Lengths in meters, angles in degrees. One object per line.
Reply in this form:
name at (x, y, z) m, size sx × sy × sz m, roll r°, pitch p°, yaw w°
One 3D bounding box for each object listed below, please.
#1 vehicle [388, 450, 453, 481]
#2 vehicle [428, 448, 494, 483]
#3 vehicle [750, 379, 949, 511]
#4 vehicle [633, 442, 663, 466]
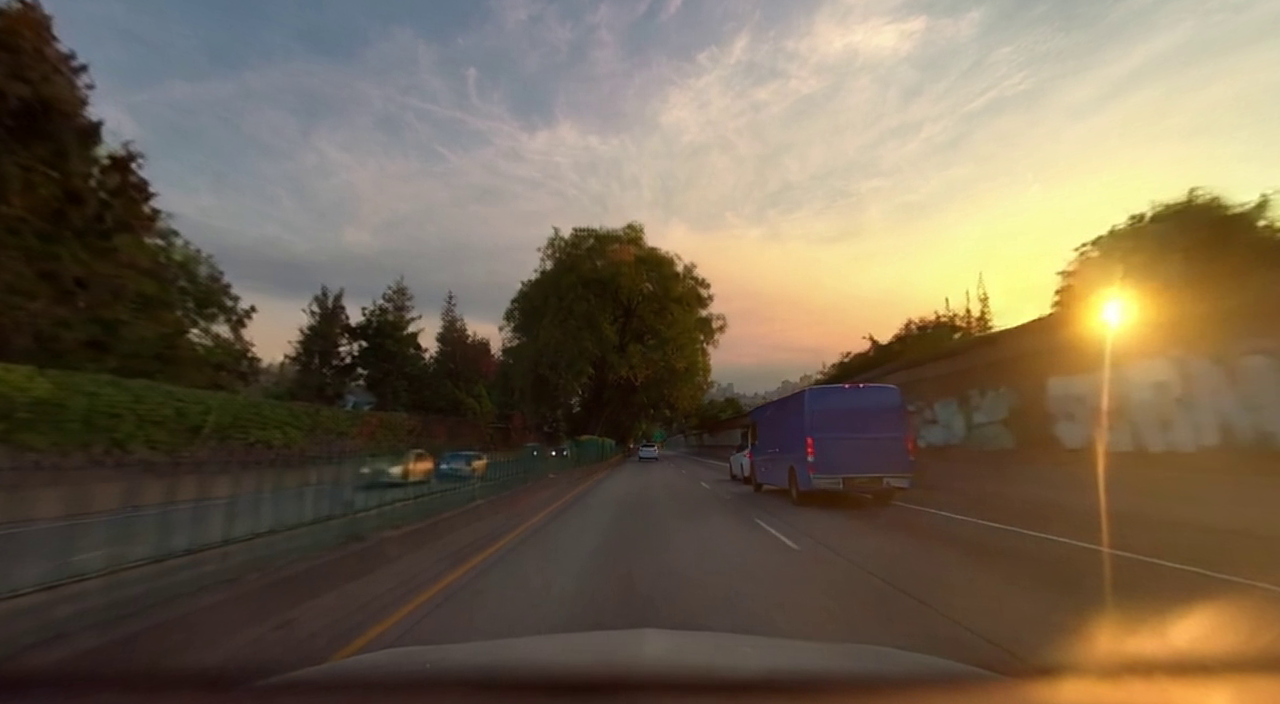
vehicle at (-12.631, 6.555, 36.566) m, size 2.013 × 1.623 × 4.727 m, roll -1°, pitch -8°, yaw 1°
vehicle at (-8.534, 5.439, 30.353) m, size 1.900 × 1.519 × 3.886 m, roll -1°, pitch -8°, yaw 2°
vehicle at (4.856, 2.392, 16.316) m, size 2.712 × 2.659 × 6.992 m, roll 0°, pitch -8°, yaw 0°
vehicle at (0.576, 7.222, 44.632) m, size 2.030 × 1.572 × 4.067 m, roll 0°, pitch -8°, yaw 0°
